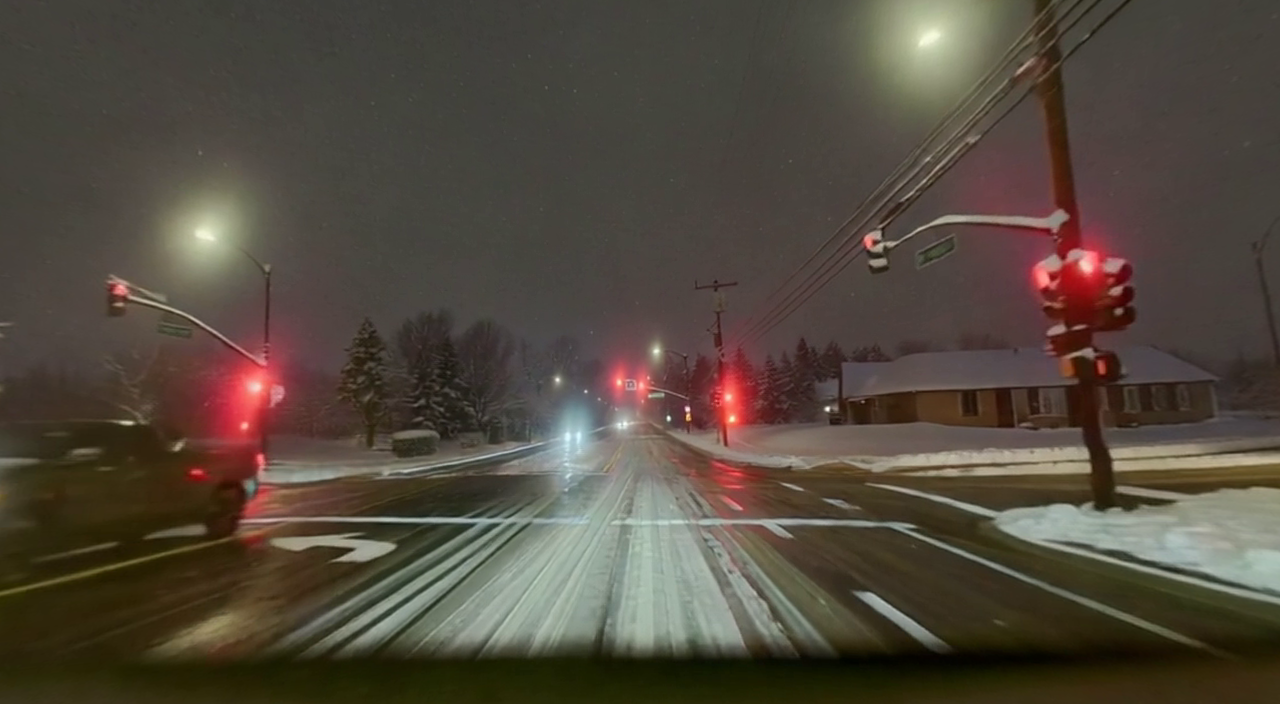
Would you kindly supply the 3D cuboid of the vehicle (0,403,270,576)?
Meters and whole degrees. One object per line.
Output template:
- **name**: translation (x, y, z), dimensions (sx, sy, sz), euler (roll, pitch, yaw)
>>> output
- **vehicle**: translation (-7.707, 1.728, 8.612), dimensions (2.262, 1.761, 4.966), euler (0, -8, 0)
